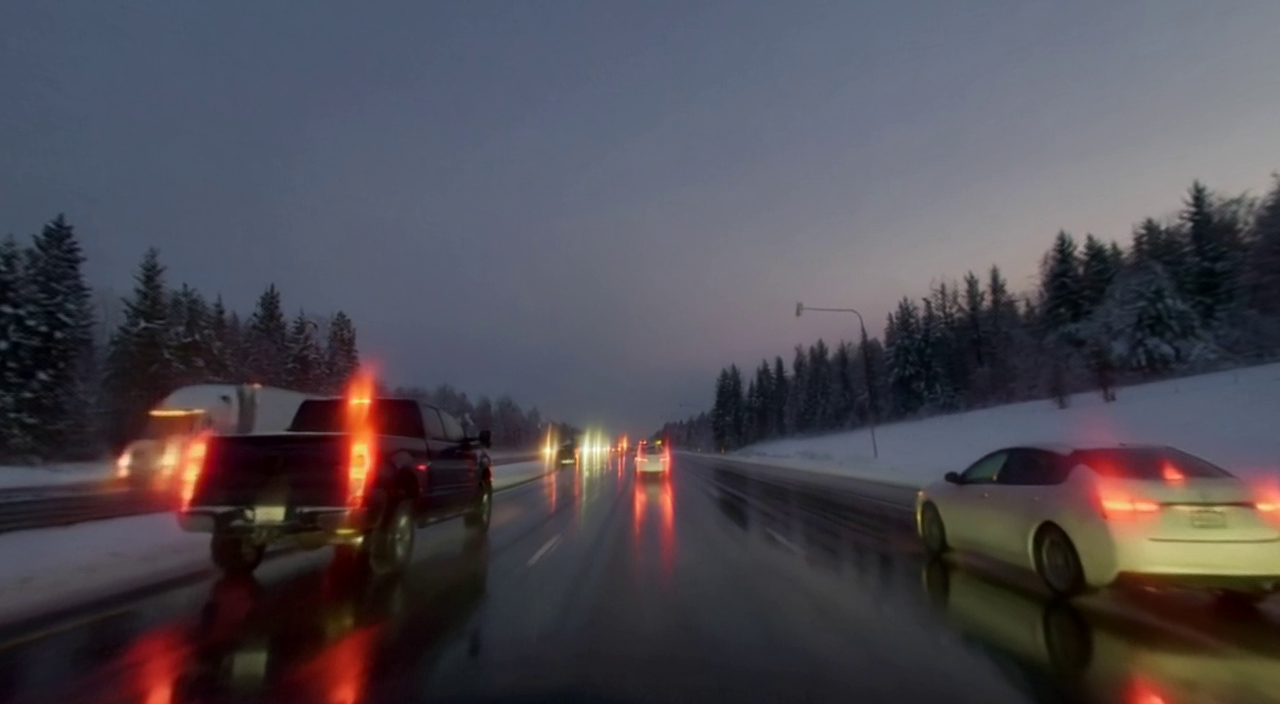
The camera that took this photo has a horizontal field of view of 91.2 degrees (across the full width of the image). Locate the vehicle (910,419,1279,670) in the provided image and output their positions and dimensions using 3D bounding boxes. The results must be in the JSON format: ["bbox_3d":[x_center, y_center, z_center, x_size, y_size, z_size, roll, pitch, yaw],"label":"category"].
[{"bbox_3d":[4.428,1.467,5.864,1.961,1.491,4.035,0,-9,-1],"label":"vehicle"}]

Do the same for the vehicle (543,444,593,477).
[{"bbox_3d":[-3.522,5.372,31.295,1.940,1.502,4.463,0,-9,0],"label":"vehicle"}]

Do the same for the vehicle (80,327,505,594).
[{"bbox_3d":[-3.837,1.431,8.851,2.523,2.458,6.022,0,-9,0],"label":"vehicle"}]

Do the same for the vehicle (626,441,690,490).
[{"bbox_3d":[0.539,3.918,21.949,2.015,1.526,4.286,0,-9,-1],"label":"vehicle"}]
